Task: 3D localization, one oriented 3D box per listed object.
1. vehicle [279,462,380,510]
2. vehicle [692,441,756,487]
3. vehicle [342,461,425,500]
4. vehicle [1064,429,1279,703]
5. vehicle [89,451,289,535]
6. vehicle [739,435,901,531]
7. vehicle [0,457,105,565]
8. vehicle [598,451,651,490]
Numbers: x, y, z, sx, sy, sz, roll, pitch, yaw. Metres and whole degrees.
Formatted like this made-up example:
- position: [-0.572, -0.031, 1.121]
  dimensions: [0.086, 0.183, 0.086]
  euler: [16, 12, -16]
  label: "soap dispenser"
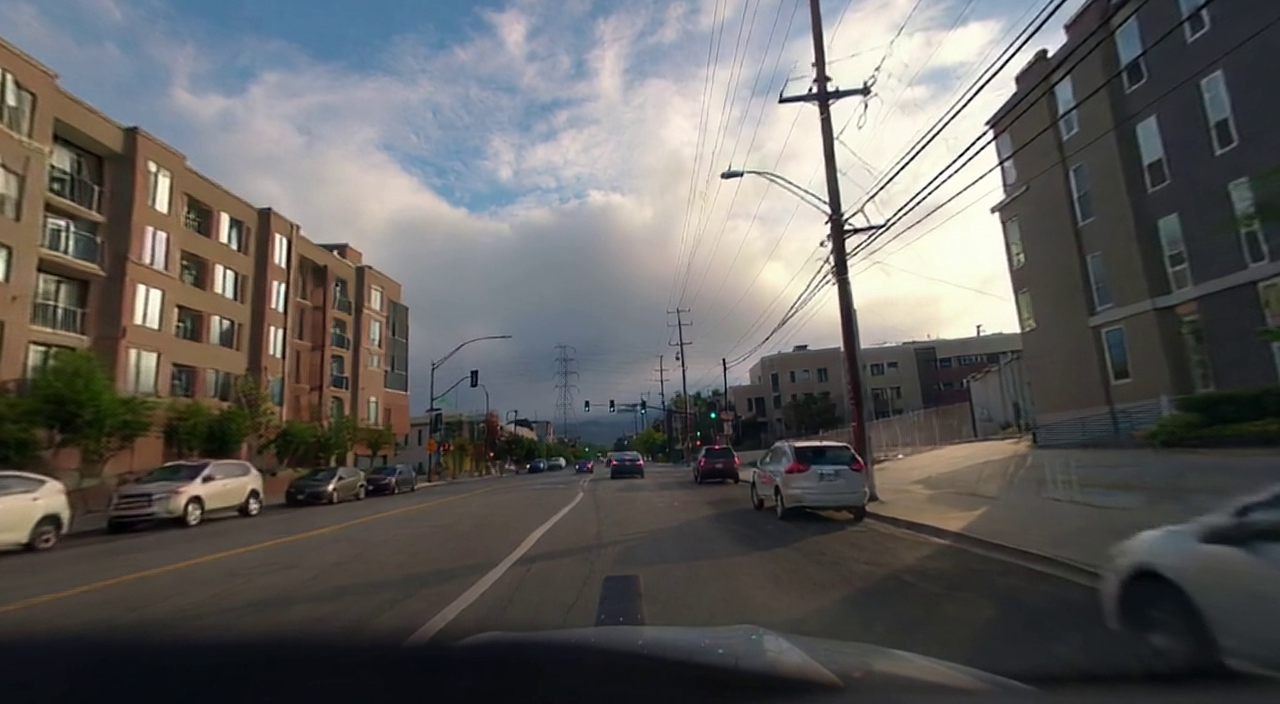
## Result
- position: [-11.958, 5.138, 24.649]
  dimensions: [2.004, 1.526, 3.807]
  euler: [-3, -9, 0]
  label: "vehicle"
- position: [3.791, 5.192, 29.575]
  dimensions: [2.248, 1.945, 5.011]
  euler: [0, -9, -1]
  label: "vehicle"
- position: [-11.914, 5.948, 29.698]
  dimensions: [1.910, 1.498, 4.662]
  euler: [-3, -9, 1]
  label: "vehicle"
- position: [4.056, 1.002, 2.280]
  dimensions: [1.956, 1.489, 4.441]
  euler: [0, -9, 0]
  label: "vehicle"
- position: [-11.857, 3.659, 17.163]
  dimensions: [1.997, 1.918, 4.736]
  euler: [0, -9, -1]
  label: "vehicle"
- position: [3.734, 2.816, 14.168]
  dimensions: [2.186, 1.764, 4.470]
  euler: [0, -9, -2]
  label: "vehicle"
- position: [-11.856, 2.657, 10.389]
  dimensions: [2.039, 1.781, 4.536]
  euler: [0, -9, 1]
  label: "vehicle"
- position: [-0.570, 4.836, 26.144]
  dimensions: [2.019, 1.453, 4.129]
  euler: [0, -9, 0]
  label: "vehicle"
